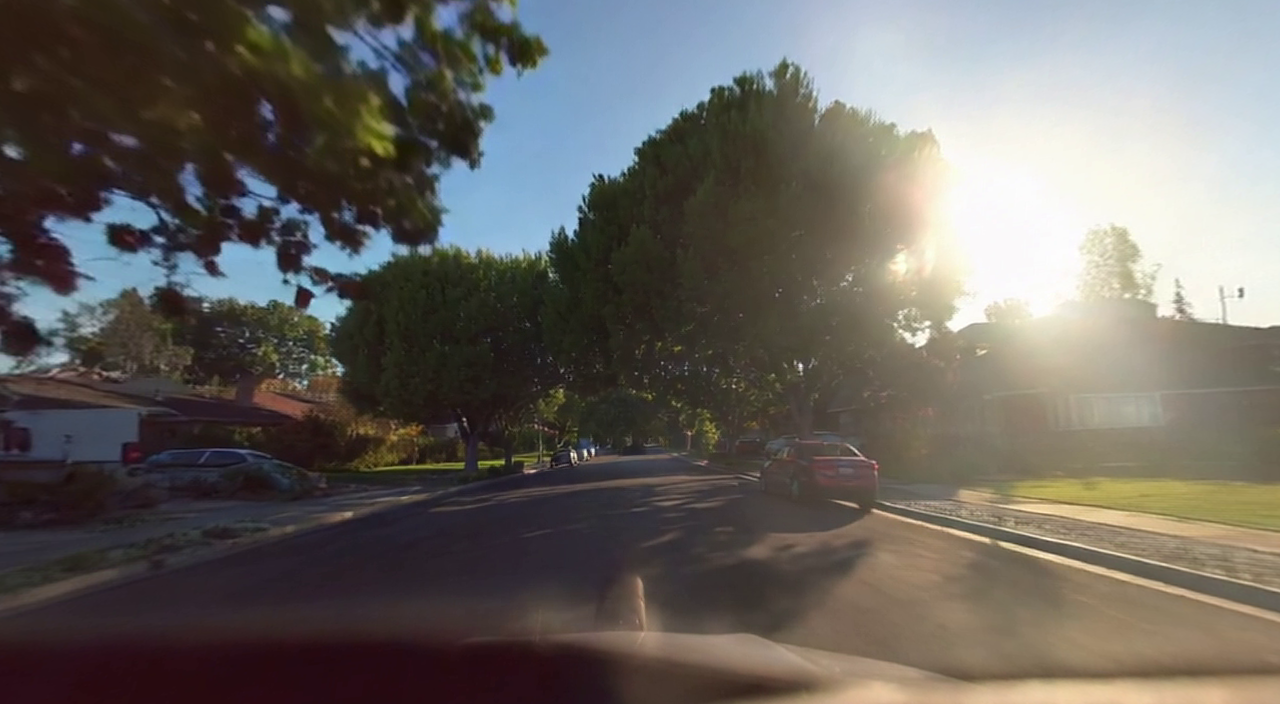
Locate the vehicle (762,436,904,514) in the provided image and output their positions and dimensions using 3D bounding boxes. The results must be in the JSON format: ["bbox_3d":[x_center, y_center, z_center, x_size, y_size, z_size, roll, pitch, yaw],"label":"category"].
[{"bbox_3d":[4.218,2.747,14.598,2.011,1.521,4.292,-1,-9,1],"label":"vehicle"}]

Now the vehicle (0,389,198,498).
[{"bbox_3d":[-16.437,2.639,17.710,6.381,2.645,2.703,-4,-9,10],"label":"vehicle"}]
